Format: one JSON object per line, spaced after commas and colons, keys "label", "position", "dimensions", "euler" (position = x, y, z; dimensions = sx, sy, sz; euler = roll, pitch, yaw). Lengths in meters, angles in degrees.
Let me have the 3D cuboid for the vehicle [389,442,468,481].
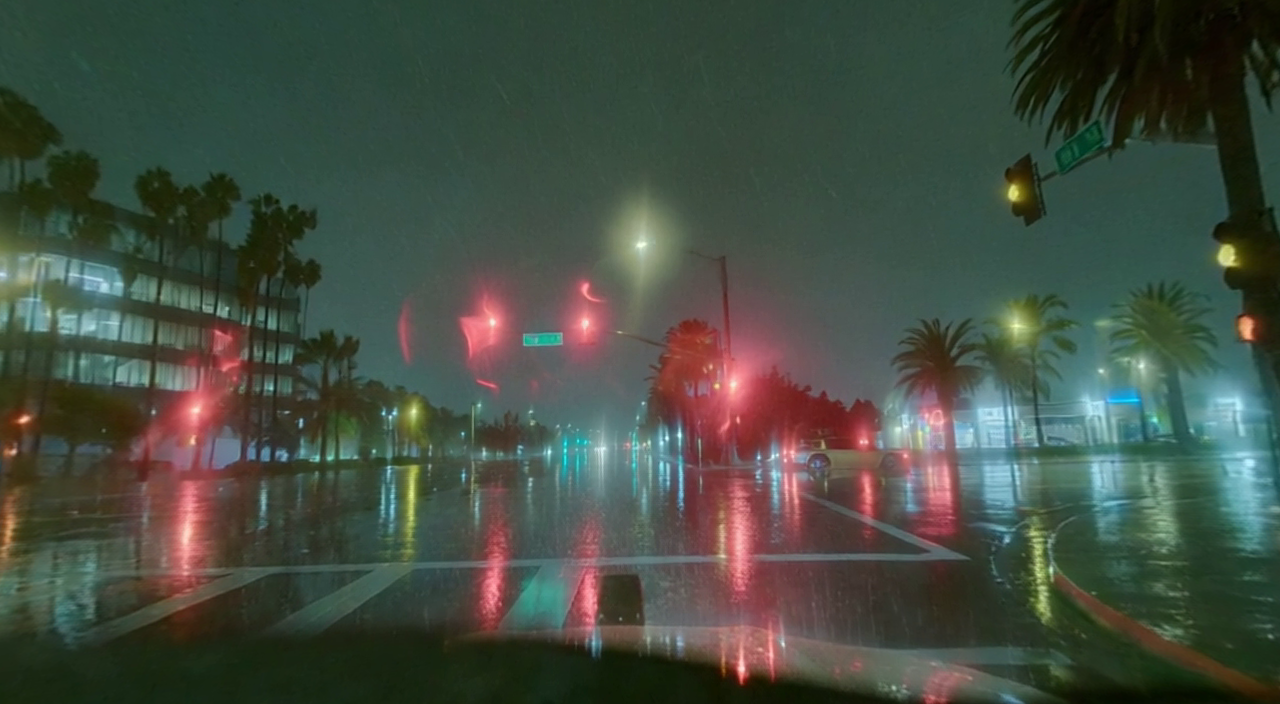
{"label": "vehicle", "position": [-10.739, 5.588, 32.367], "dimensions": [2.270, 1.833, 4.860], "euler": [0, -9, 1]}
